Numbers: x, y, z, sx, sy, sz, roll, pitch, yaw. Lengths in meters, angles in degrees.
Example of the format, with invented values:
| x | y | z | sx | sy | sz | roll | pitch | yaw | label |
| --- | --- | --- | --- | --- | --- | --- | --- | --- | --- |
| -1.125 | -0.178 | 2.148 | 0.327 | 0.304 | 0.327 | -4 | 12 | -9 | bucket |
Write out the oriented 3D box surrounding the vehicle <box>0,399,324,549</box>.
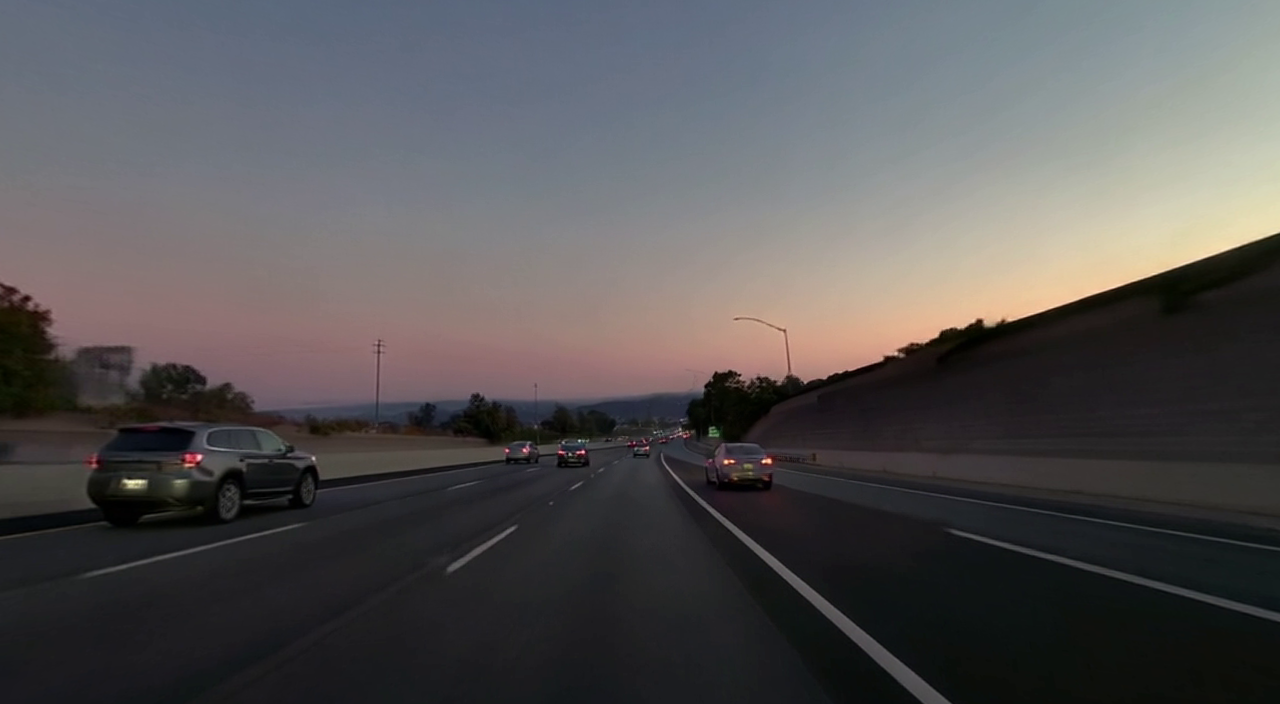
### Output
| x | y | z | sx | sy | sz | roll | pitch | yaw | label |
| --- | --- | --- | --- | --- | --- | --- | --- | --- | --- |
| -7.365 | 1.858 | 10.144 | 2.142 | 1.849 | 4.566 | 0 | -9 | 0 | vehicle |

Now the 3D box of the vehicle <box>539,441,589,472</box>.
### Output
| x | y | z | sx | sy | sz | roll | pitch | yaw | label |
| --- | --- | --- | --- | --- | --- | --- | --- | --- | --- |
| -3.873 | 5.413 | 32.727 | 2.071 | 1.478 | 4.130 | 0 | -9 | 0 | vehicle |

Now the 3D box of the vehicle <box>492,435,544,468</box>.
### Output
| x | y | z | sx | sy | sz | roll | pitch | yaw | label |
| --- | --- | --- | --- | --- | --- | --- | --- | --- | --- |
| -7.109 | 5.831 | 37.110 | 2.111 | 1.811 | 4.391 | 0 | -9 | 1 | vehicle |

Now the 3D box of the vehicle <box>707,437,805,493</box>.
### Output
| x | y | z | sx | sy | sz | roll | pitch | yaw | label |
| --- | --- | --- | --- | --- | --- | --- | --- | --- | --- |
| 3.438 | 3.458 | 19.621 | 2.141 | 1.507 | 4.510 | 0 | -9 | -1 | vehicle |
